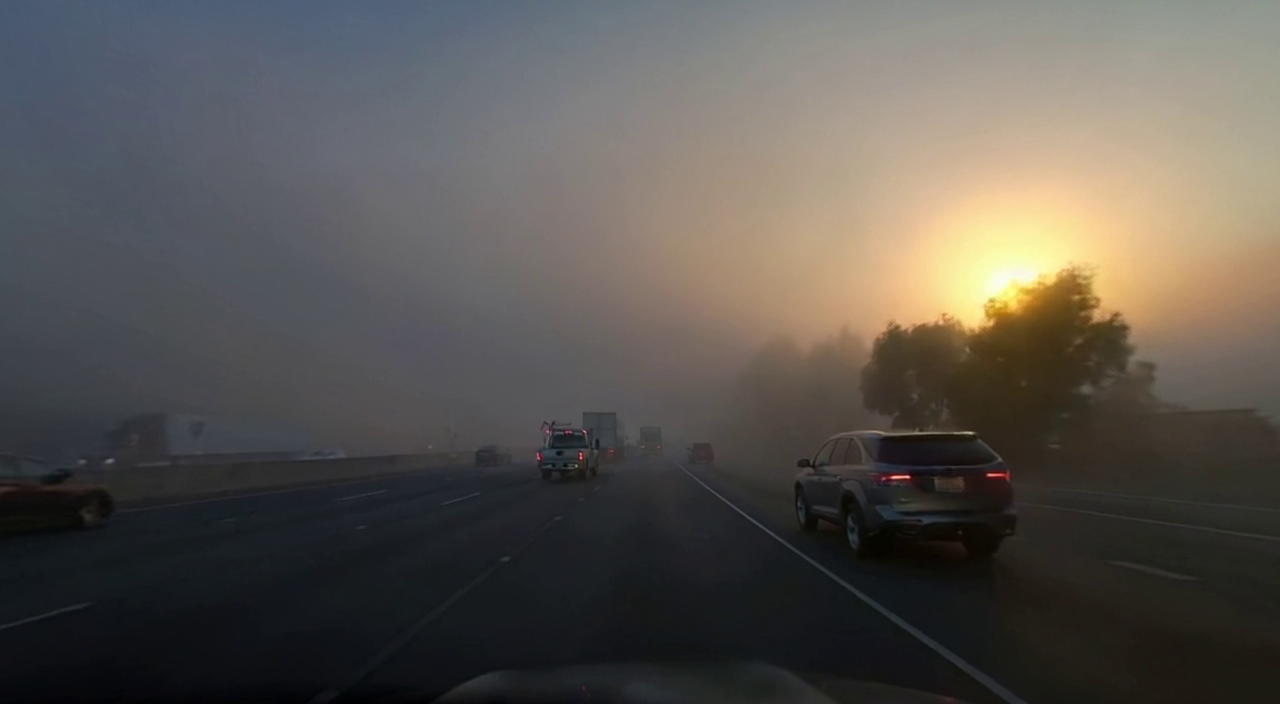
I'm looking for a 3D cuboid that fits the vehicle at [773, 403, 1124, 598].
[{"bbox_3d":[3.119,1.602,7.660,2.028,1.658,4.334,0,-8,0],"label":"vehicle"}]

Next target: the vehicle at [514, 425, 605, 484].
[{"bbox_3d":[-2.977,4.068,25.235,2.645,2.023,6.491,0,-8,1],"label":"vehicle"}]

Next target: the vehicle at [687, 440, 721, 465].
[{"bbox_3d":[4.512,7.129,44.964,2.026,1.661,3.865,0,-8,-1],"label":"vehicle"}]

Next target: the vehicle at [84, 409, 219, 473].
[{"bbox_3d":[-31.623,5.843,41.278,3.125,3.787,6.695,-1,-8,3],"label":"vehicle"}]

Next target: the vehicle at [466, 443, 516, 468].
[{"bbox_3d":[-9.607,6.675,40.935,1.981,1.495,4.834,0,-8,1],"label":"vehicle"}]

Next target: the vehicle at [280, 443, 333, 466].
[{"bbox_3d":[-21.535,6.621,40.844,1.464,1.377,3.386,-1,-8,3],"label":"vehicle"}]
